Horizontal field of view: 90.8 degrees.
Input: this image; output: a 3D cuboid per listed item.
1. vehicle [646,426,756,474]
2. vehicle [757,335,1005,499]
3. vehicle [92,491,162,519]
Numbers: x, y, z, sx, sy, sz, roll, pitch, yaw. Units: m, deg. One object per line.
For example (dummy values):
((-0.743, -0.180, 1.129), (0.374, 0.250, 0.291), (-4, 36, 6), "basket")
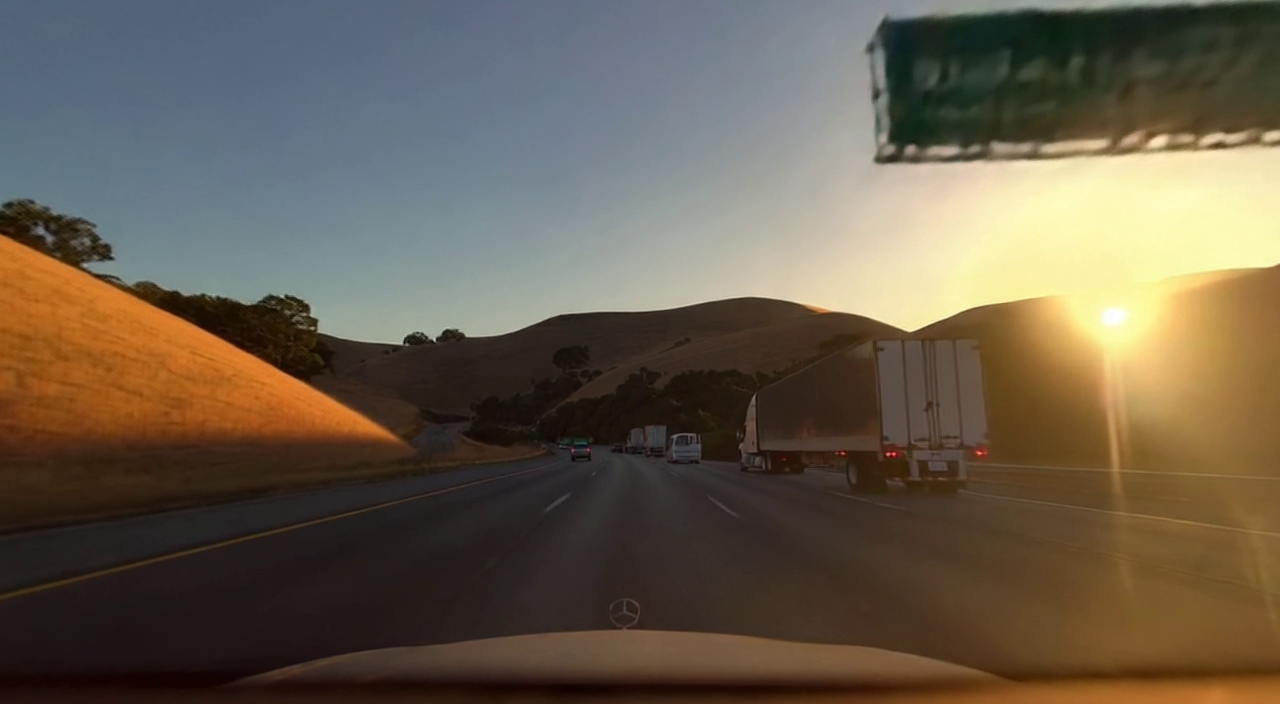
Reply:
((2.932, 4.855, 31.412), (5.075, 2.277, 2.365), (0, -9, -3), "vehicle")
((7.668, 2.842, 24.368), (2.935, 4.187, 16.357), (0, -8, -1), "vehicle")
((-33.133, 9.879, 40.939), (1.532, 1.395, 3.533), (0, -8, 0), "vehicle")
